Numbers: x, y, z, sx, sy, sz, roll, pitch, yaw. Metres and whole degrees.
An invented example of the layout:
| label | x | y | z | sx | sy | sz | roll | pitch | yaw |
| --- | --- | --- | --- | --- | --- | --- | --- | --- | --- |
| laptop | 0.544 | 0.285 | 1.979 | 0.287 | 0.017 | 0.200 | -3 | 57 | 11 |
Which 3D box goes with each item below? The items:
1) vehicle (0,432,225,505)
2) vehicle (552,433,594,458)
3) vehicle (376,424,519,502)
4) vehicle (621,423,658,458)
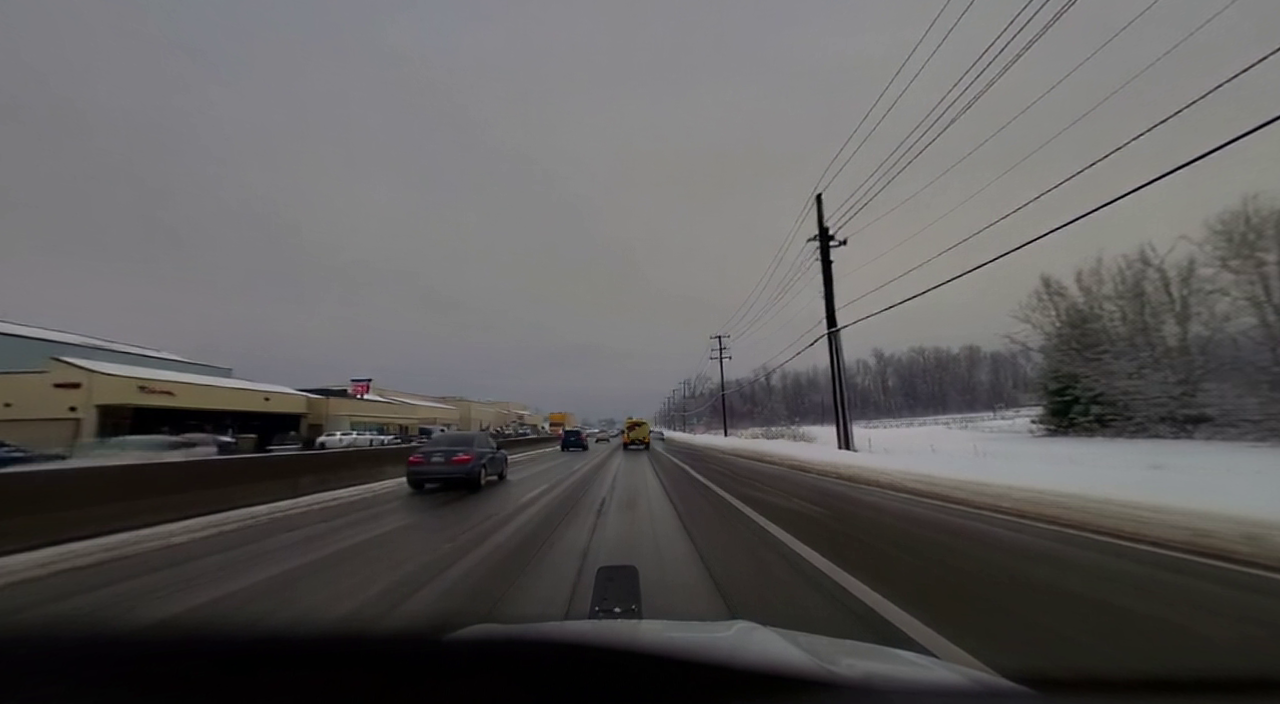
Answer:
| label | x | y | z | sx | sy | sz | roll | pitch | yaw |
| --- | --- | --- | --- | --- | --- | --- | --- | --- | --- |
| vehicle | -13.058 | 2.853 | 15.998 | 1.915 | 1.557 | 4.512 | 0 | -8 | 0 |
| vehicle | -4.079 | 5.777 | 39.029 | 2.087 | 1.464 | 4.853 | 0 | -8 | 0 |
| vehicle | -4.299 | 2.528 | 14.818 | 2.058 | 1.557 | 4.125 | 0 | -8 | 0 |
| vehicle | -0.078 | 5.543 | 39.522 | 2.213 | 1.997 | 4.456 | 0 | -8 | -1 |
